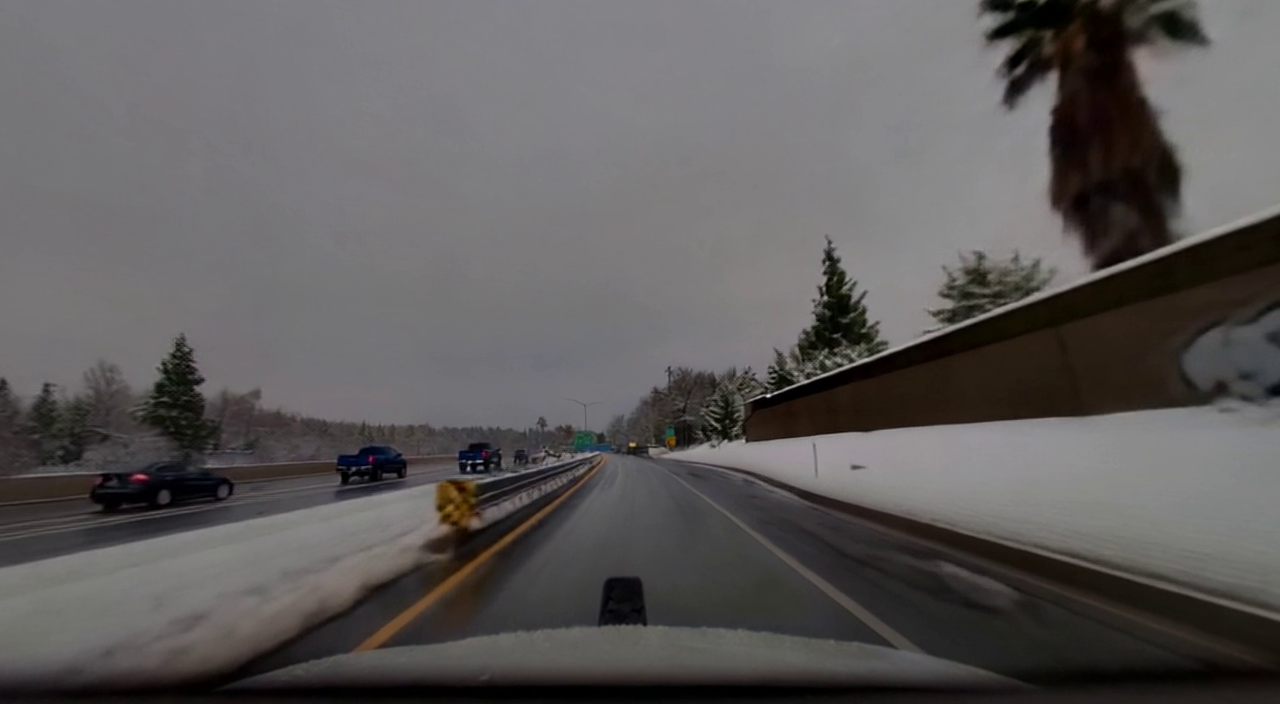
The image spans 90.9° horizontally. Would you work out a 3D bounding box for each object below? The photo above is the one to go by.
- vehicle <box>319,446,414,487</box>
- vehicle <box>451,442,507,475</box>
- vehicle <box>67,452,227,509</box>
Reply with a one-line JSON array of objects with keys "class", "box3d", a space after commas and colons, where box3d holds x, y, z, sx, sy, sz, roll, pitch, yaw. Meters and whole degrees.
[{"class": "vehicle", "box3d": [-14.009, 5.872, 32.851, 2.272, 1.882, 5.941, -1, -9, 0]}, {"class": "vehicle", "box3d": [-10.553, 7.003, 41.849, 2.342, 1.999, 5.594, 0, -9, -1]}, {"class": "vehicle", "box3d": [-17.978, 4.659, 23.377, 2.078, 1.802, 4.723, -1, -9, 0]}]
